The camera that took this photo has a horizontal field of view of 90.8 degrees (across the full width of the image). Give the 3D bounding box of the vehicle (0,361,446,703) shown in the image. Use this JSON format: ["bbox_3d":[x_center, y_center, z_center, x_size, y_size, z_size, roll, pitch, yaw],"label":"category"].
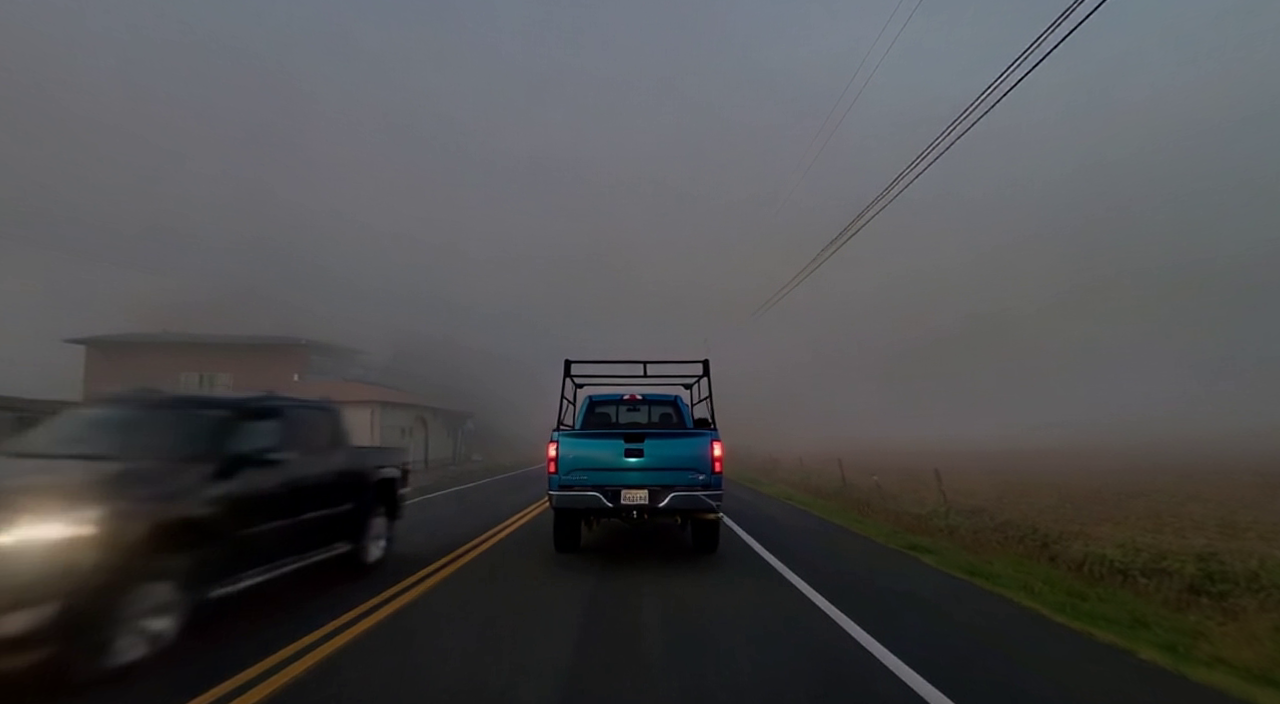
[{"bbox_3d":[-3.759,1.316,5.490,2.343,1.727,5.684,0,-8,0],"label":"vehicle"}]

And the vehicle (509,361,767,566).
[{"bbox_3d":[-0.098,1.795,10.905,2.912,2.320,7.292,0,-8,-1],"label":"vehicle"}]
